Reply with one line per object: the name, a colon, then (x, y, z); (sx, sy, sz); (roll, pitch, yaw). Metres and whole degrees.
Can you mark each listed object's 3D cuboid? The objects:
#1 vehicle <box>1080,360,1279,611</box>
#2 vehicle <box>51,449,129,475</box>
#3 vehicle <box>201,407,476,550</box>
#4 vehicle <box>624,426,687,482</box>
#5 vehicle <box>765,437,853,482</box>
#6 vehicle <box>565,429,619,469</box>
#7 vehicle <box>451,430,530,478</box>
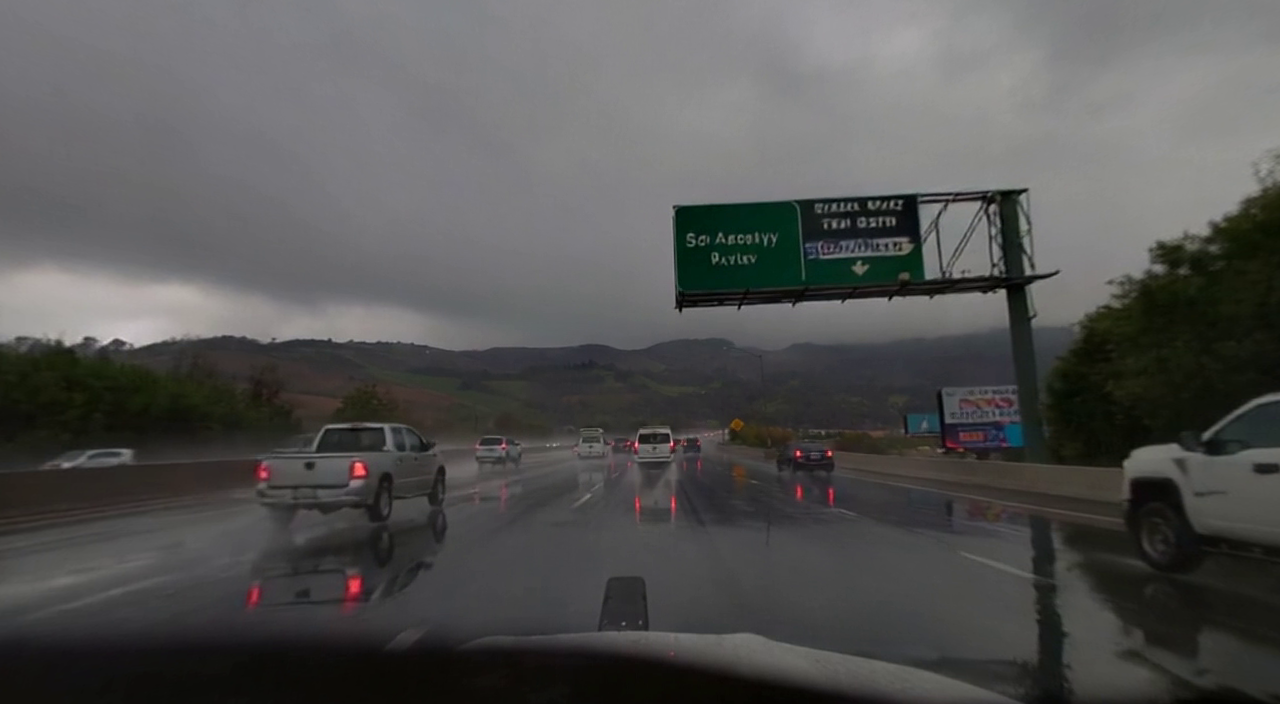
vehicle: (5.812, 0.945, 4.400); (2.029, 1.859, 4.669); (0, -8, -1)
vehicle: (-36.246, 7.231, 41.672); (1.736, 1.482, 3.649); (-3, -8, 3)
vehicle: (-4.492, 1.974, 10.590); (2.160, 1.799, 5.001); (0, -8, 0)
vehicle: (0.571, 3.640, 22.640); (2.052, 1.808, 3.898); (-1, -8, 2)
vehicle: (6.031, 3.874, 23.111); (1.998, 1.456, 4.338); (0, -8, 0)
vehicle: (-2.492, 5.256, 34.343); (2.316, 1.999, 5.765); (-1, -8, 2)
vehicle: (-6.094, 4.212, 26.307); (2.036, 1.813, 4.564); (-1, -8, 2)
